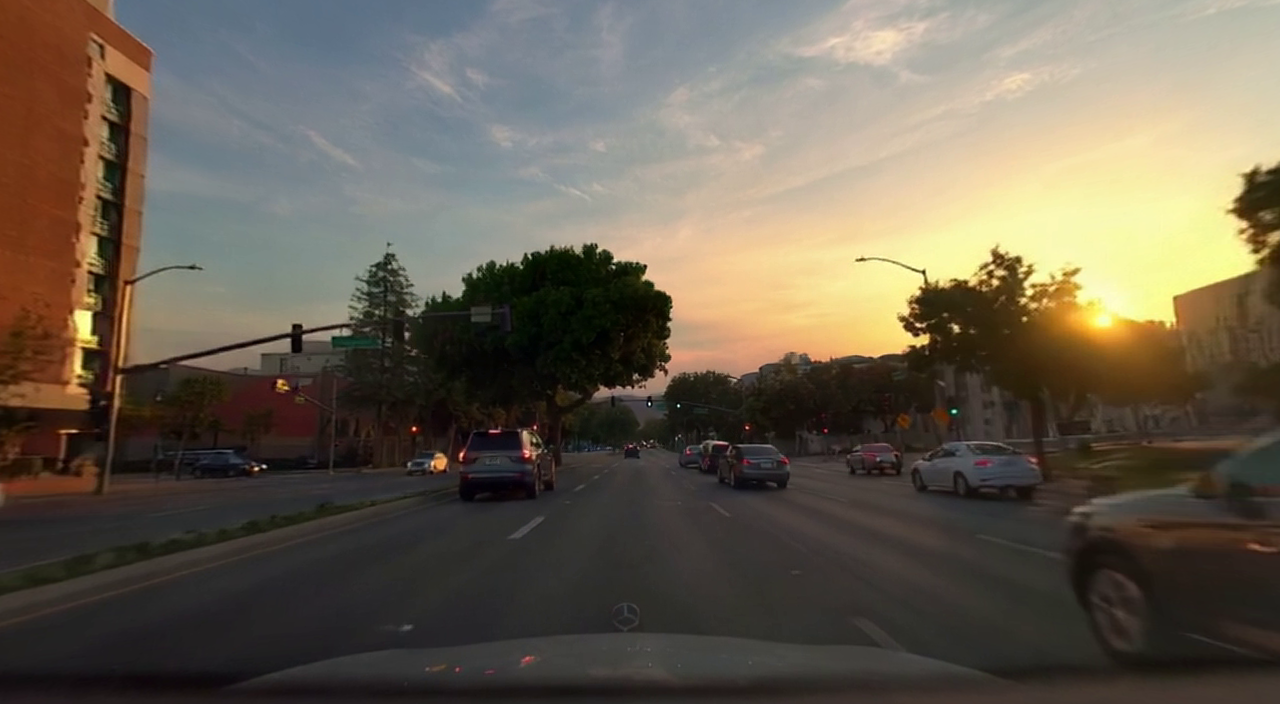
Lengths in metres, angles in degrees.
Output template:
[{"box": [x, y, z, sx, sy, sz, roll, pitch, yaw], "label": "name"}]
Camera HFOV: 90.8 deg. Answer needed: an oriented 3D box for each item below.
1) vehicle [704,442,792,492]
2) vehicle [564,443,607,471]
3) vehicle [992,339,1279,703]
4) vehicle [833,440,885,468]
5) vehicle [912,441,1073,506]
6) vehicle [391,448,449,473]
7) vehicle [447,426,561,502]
[{"box": [3.472, 3.806, 21.305, 2.054, 1.473, 4.511, 0, -9, -2], "label": "vehicle"}, {"box": [-3.001, 5.899, 35.674, 2.032, 1.442, 4.336, 0, -9, 0], "label": "vehicle"}, {"box": [3.673, 0.767, 2.184, 2.152, 1.742, 4.704, 0, -9, 0], "label": "vehicle"}, {"box": [13.644, 6.300, 39.249, 2.173, 1.614, 4.335, -5, -10, 29], "label": "vehicle"}, {"box": [9.079, 3.146, 16.779, 1.884, 1.478, 4.164, 0, -9, 0], "label": "vehicle"}, {"box": [-14.099, 6.958, 40.821, 1.919, 1.475, 4.467, -1, -9, 4], "label": "vehicle"}, {"box": [-3.512, 2.982, 17.142, 2.155, 1.797, 3.989, 0, -9, 1], "label": "vehicle"}]
